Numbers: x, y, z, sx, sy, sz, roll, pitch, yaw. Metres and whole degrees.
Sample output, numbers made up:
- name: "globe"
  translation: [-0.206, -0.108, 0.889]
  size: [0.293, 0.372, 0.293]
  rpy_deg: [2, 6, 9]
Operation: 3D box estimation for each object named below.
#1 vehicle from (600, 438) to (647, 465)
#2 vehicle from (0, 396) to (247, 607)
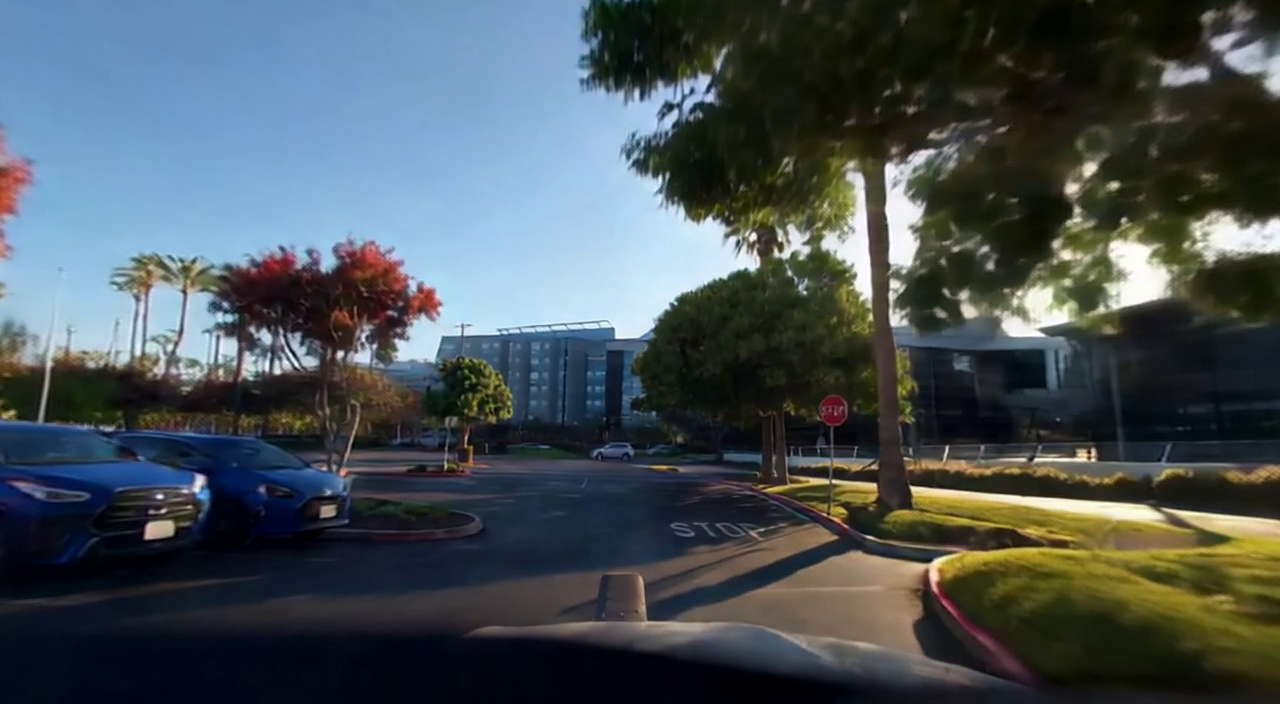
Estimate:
- name: "vehicle"
  translation: [-1.174, 6.744, 42.947]
  size: [2.071, 1.700, 4.367]
  rpy_deg: [2, -9, -17]
- name: "vehicle"
  translation: [-6.985, 1.475, 6.879]
  size: [4.272, 1.760, 2.045]
  rpy_deg: [-2, -9, 13]
